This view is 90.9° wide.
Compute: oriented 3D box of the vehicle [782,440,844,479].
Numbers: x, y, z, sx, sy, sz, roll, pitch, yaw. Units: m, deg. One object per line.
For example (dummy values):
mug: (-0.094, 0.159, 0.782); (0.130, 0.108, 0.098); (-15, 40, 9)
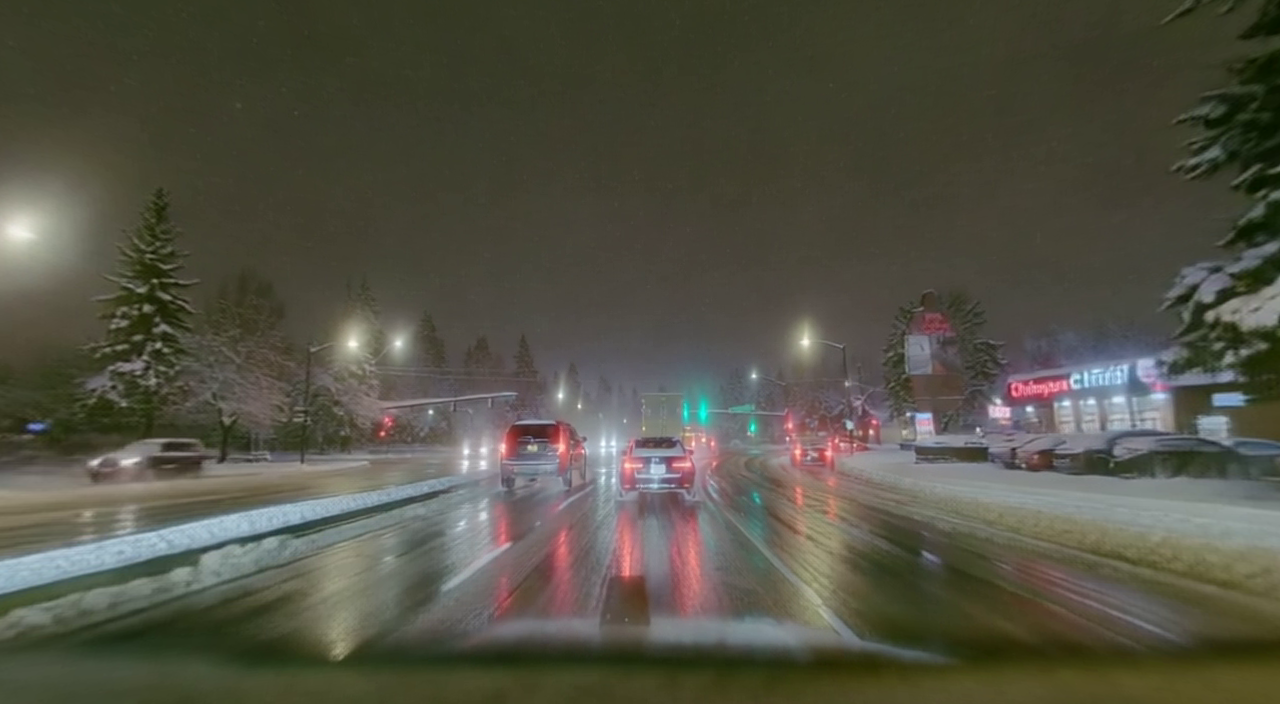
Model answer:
vehicle: (7.160, 4.472, 26.470); (1.900, 1.507, 4.151); (-1, -9, 7)

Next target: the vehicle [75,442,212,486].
vehicle: (-19.159, 4.319, 24.629); (1.933, 1.534, 4.270); (0, -9, -2)

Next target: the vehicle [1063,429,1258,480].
vehicle: (16.152, 3.198, 19.742); (4.323, 1.496, 1.937); (0, -9, 0)

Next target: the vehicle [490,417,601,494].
vehicle: (-2.588, 3.034, 18.744); (2.289, 1.935, 5.227); (0, -8, 2)

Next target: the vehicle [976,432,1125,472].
vehicle: (15.640, 3.822, 24.173); (4.436, 1.466, 1.875); (0, -9, -2)

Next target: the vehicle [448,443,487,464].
vehicle: (-13.276, 7.810, 48.636); (2.011, 1.456, 4.143); (0, -9, -3)

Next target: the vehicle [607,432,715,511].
vehicle: (0.384, 2.600, 14.161); (2.061, 1.494, 4.079); (0, -8, -1)
